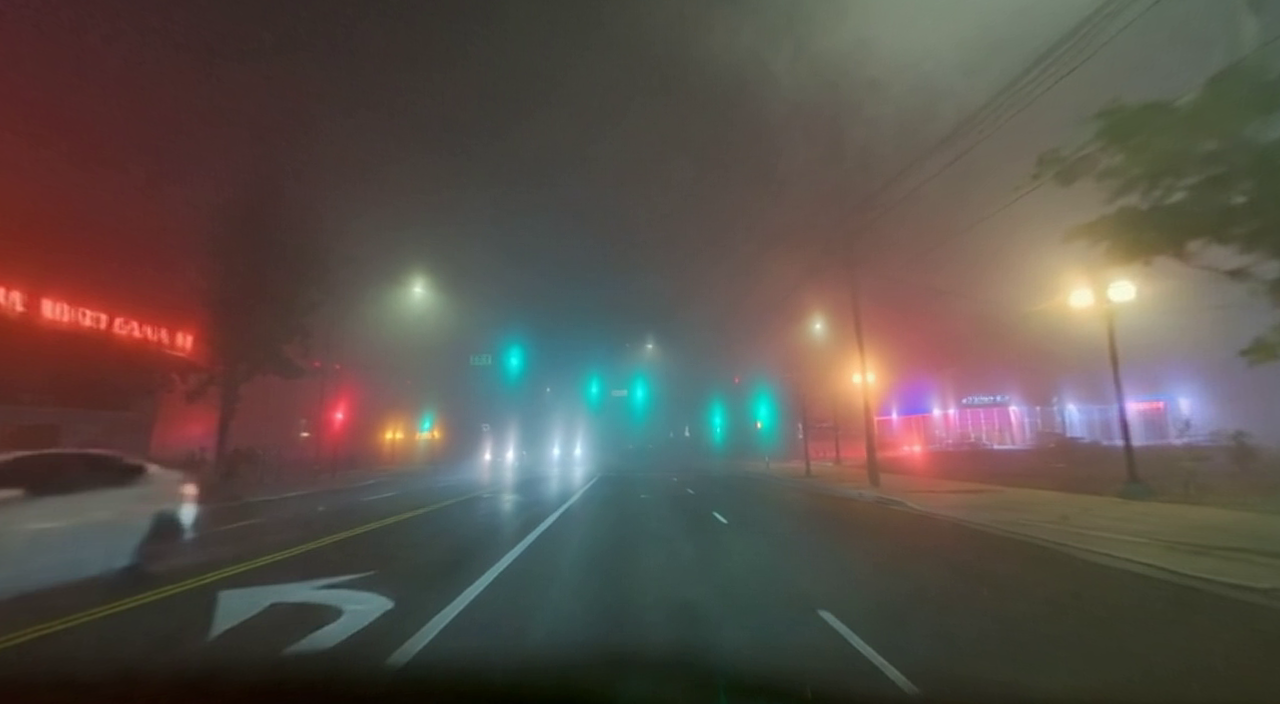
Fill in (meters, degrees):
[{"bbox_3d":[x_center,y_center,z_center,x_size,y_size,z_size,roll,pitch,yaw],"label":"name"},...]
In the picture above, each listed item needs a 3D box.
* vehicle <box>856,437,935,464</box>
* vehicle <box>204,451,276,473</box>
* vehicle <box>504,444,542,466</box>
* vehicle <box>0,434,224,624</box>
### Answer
[{"bbox_3d":[16.699,6.469,41.381,4.299,1.679,2.011,0,-9,0],"label":"vehicle"},{"bbox_3d":[-28.014,7.696,44.267,3.760,1.480,1.795,1,-9,-7],"label":"vehicle"},{"bbox_3d":[-8.522,7.529,46.275,1.978,1.561,3.907,0,-9,1],"label":"vehicle"},{"bbox_3d":[-6.138,1.469,5.403,2.097,1.495,4.489,0,-9,-1],"label":"vehicle"}]
